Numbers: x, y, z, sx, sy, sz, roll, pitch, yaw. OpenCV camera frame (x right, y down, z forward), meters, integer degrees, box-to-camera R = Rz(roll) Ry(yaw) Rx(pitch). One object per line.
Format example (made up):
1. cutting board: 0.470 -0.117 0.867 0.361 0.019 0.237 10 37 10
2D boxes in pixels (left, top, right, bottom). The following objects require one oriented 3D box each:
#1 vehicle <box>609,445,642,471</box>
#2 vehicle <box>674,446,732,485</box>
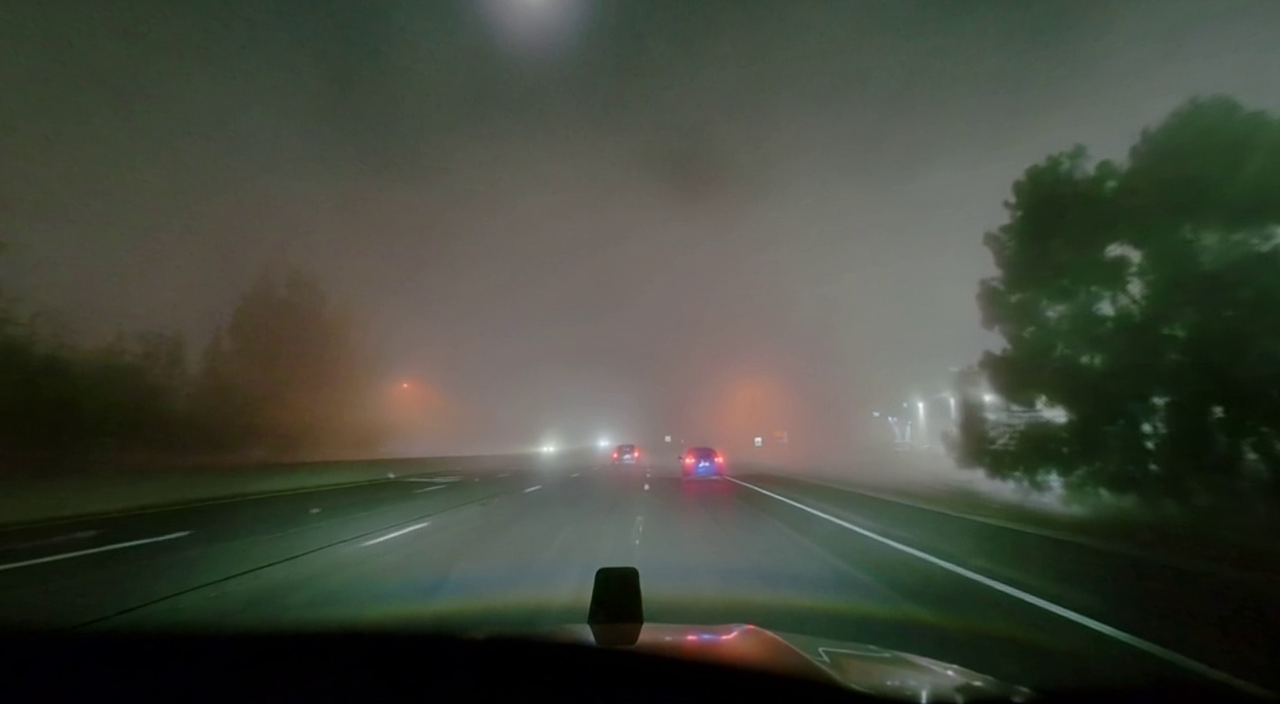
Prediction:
1. vehicle: -0.984 7.519 45.087 2.127 1.692 4.382 0 -9 2
2. vehicle: 2.605 4.833 27.389 2.029 1.528 4.644 0 -9 0
